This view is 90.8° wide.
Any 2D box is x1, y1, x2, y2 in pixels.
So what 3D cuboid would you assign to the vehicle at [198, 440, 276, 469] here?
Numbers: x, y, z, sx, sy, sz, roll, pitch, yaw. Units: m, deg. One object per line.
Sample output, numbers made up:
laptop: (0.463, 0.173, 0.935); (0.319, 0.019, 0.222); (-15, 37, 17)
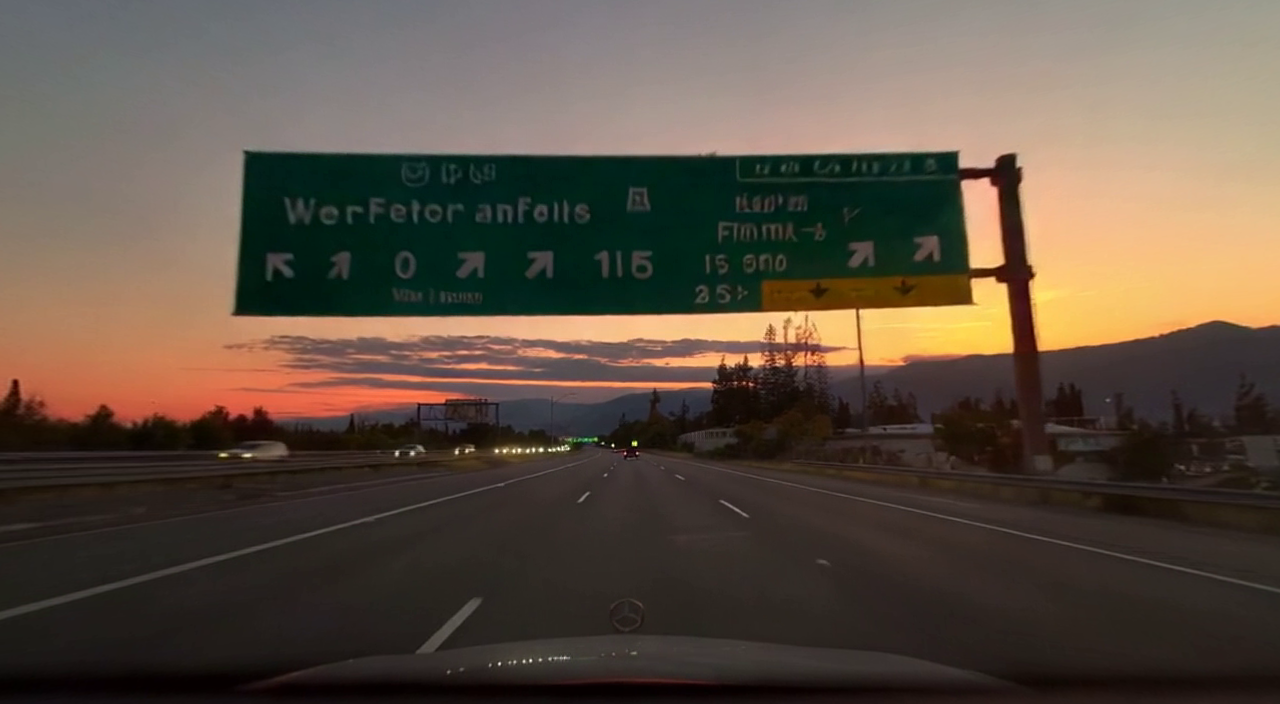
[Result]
vehicle: (-20.775, 5.307, 32.717); (1.655, 1.398, 3.546); (0, -9, 0)
